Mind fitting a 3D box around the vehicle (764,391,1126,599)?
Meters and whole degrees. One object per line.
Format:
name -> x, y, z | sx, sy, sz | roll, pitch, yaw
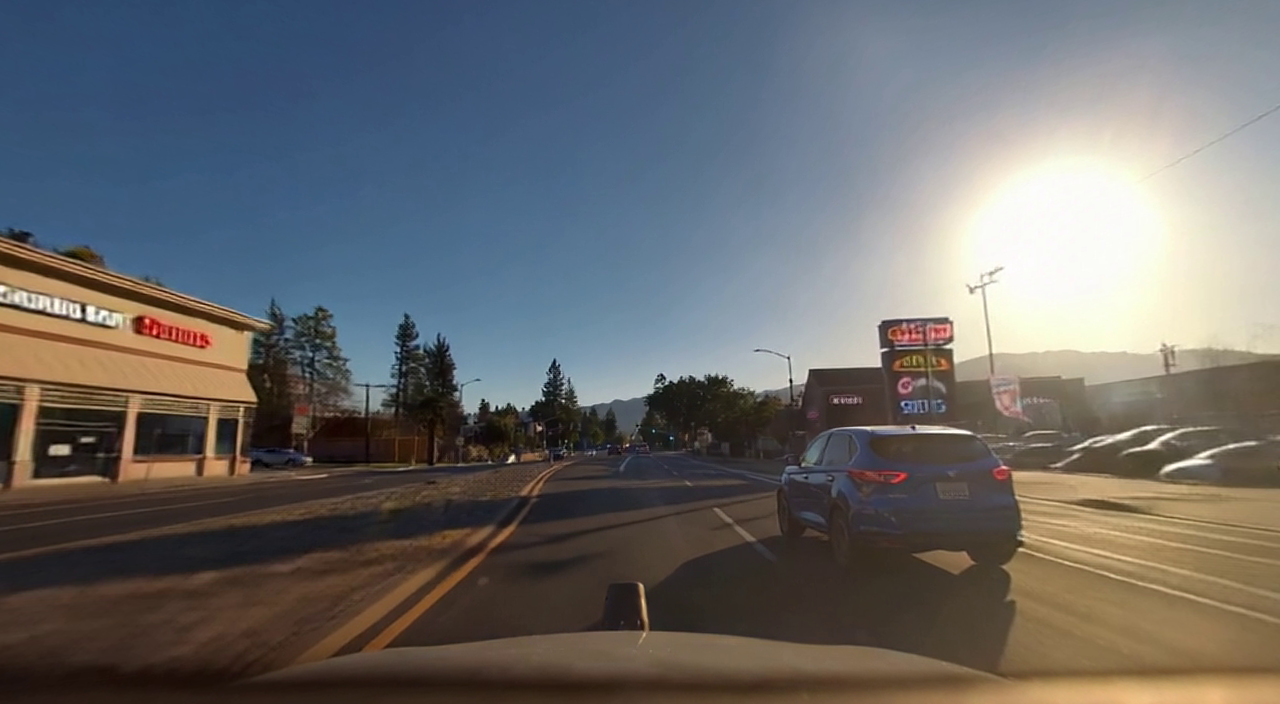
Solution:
vehicle -> 3.100, 1.583, 7.853 | 2.130, 1.790, 4.615 | 0, -9, -1
